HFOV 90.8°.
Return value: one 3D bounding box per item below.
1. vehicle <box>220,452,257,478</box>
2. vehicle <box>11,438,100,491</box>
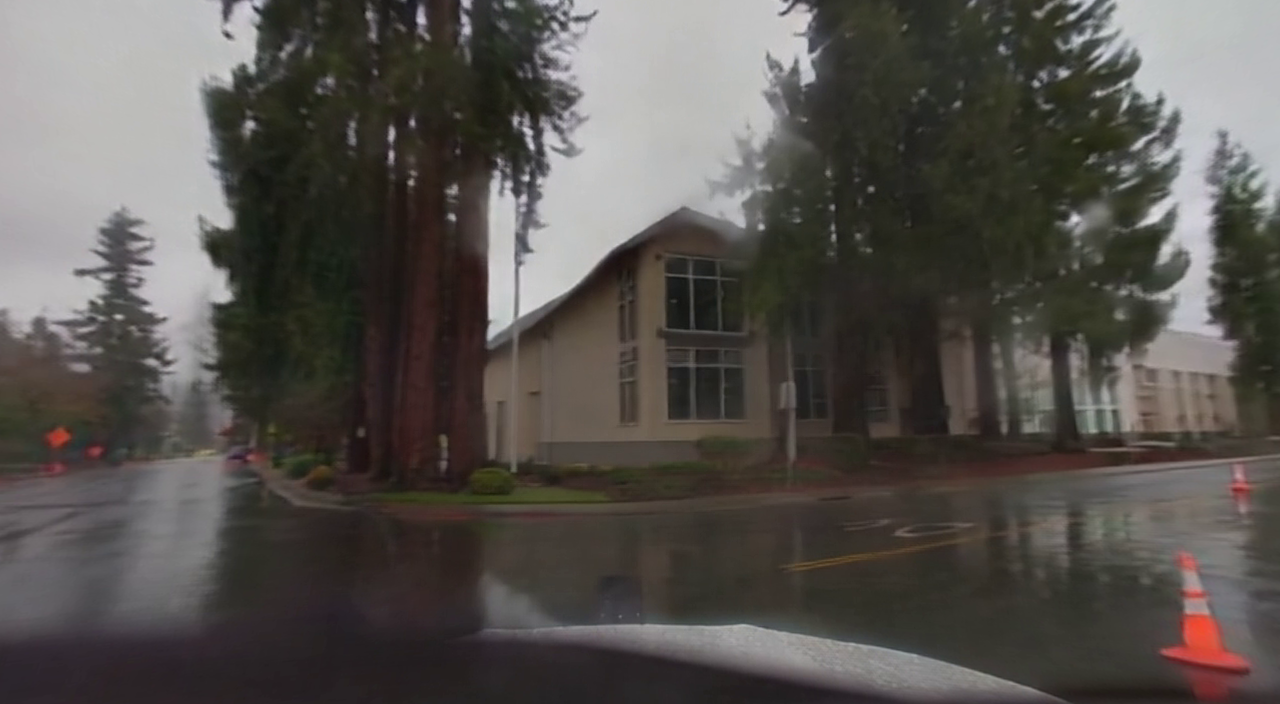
[{"bbox_3d":[-29.289,8.157,46.020,2.110,1.733,4.028,6,-10,-33],"label":"vehicle"},{"bbox_3d":[-37.214,7.065,40.500,2.510,2.889,6.493,3,-7,-29],"label":"vehicle"}]
